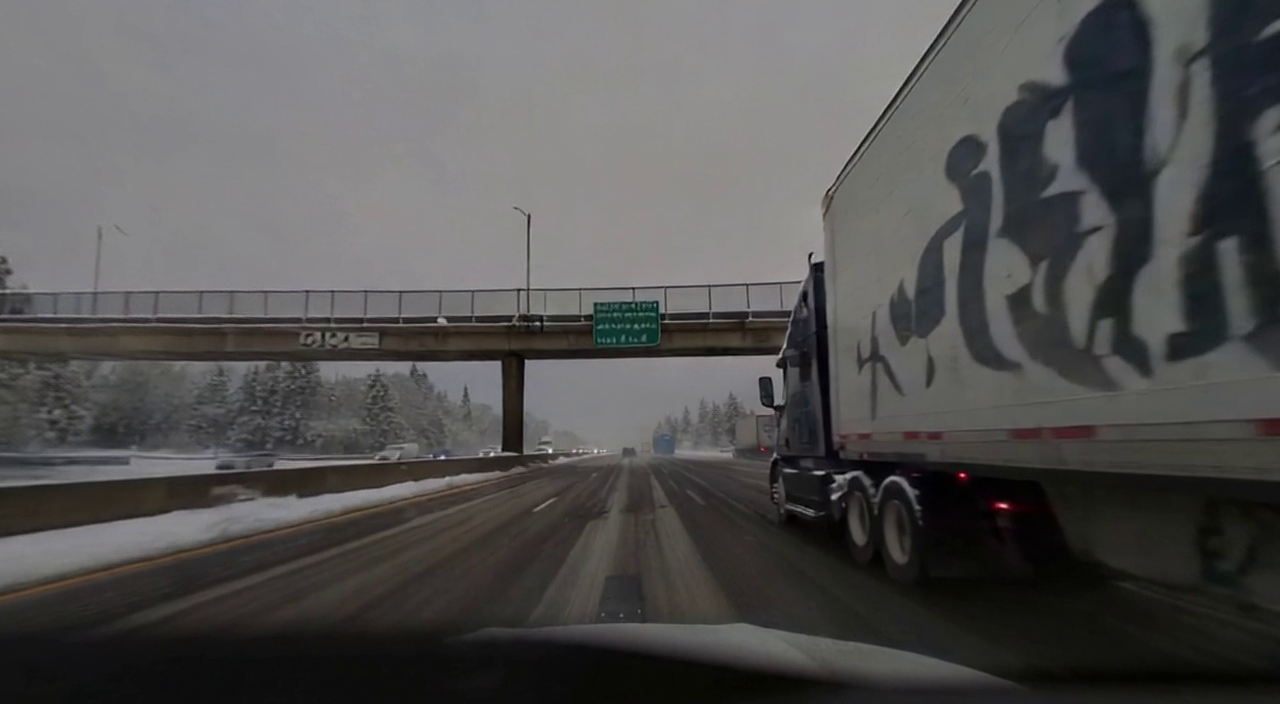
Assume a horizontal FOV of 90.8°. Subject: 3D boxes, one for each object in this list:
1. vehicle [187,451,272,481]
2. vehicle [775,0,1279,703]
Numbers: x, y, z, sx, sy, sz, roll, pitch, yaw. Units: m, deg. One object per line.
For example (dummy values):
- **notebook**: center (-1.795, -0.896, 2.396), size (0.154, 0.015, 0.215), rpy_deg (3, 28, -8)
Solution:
- **vehicle**: center (-21.544, 5.977, 33.350), size (1.918, 1.450, 3.803), rpy_deg (0, -9, 0)
- **vehicle**: center (3.371, 0.046, 4.605), size (3.210, 4.239, 7.307), rpy_deg (0, -9, 1)
